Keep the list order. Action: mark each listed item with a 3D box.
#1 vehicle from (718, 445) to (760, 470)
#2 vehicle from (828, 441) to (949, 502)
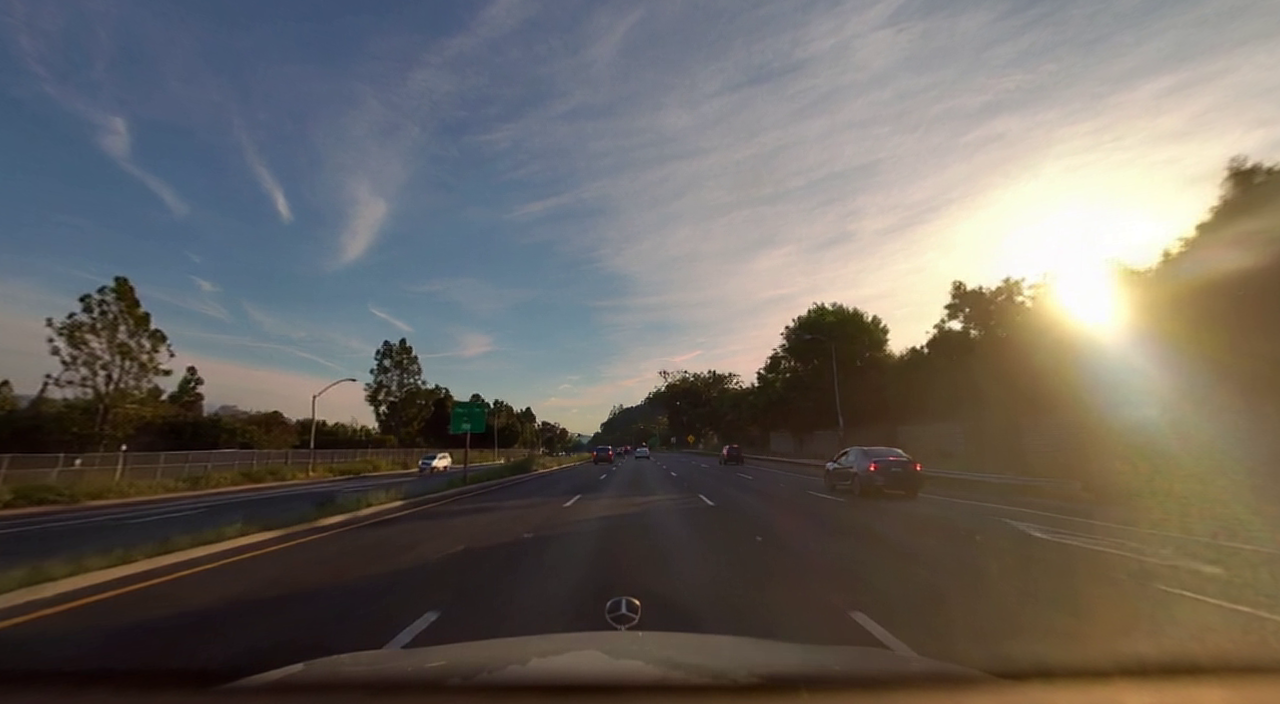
[{"bbox_3d":[6.598,7.058,42.560,1.987,1.597,4.463,0,-8,-2],"label":"vehicle"},{"bbox_3d":[6.764,3.262,17.648,1.838,1.518,3.713,0,-8,0],"label":"vehicle"}]
